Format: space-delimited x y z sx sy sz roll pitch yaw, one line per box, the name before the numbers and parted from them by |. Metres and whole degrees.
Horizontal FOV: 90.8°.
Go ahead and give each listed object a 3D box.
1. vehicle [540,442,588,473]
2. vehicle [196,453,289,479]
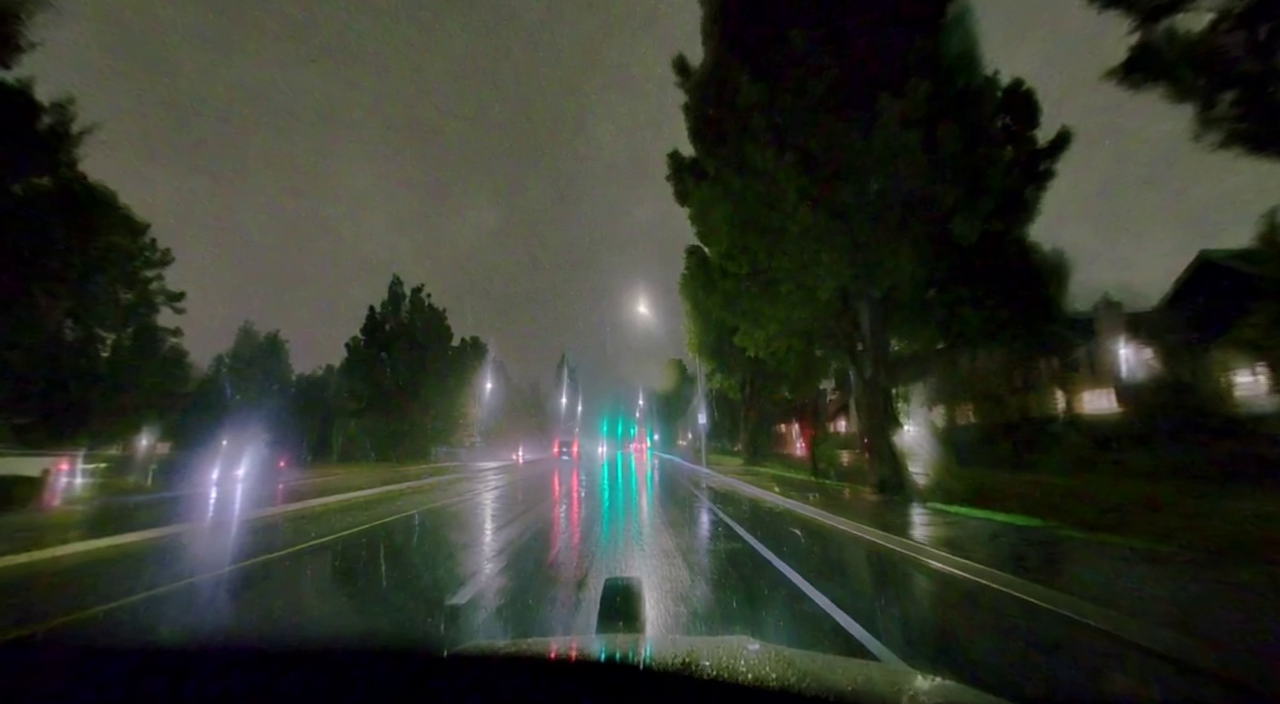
vehicle | -3.811 5.388 32.524 1.992 1.447 4.044 0 -8 0
vehicle | -24.799 7.111 39.565 4.454 1.524 1.859 2 -8 -11
